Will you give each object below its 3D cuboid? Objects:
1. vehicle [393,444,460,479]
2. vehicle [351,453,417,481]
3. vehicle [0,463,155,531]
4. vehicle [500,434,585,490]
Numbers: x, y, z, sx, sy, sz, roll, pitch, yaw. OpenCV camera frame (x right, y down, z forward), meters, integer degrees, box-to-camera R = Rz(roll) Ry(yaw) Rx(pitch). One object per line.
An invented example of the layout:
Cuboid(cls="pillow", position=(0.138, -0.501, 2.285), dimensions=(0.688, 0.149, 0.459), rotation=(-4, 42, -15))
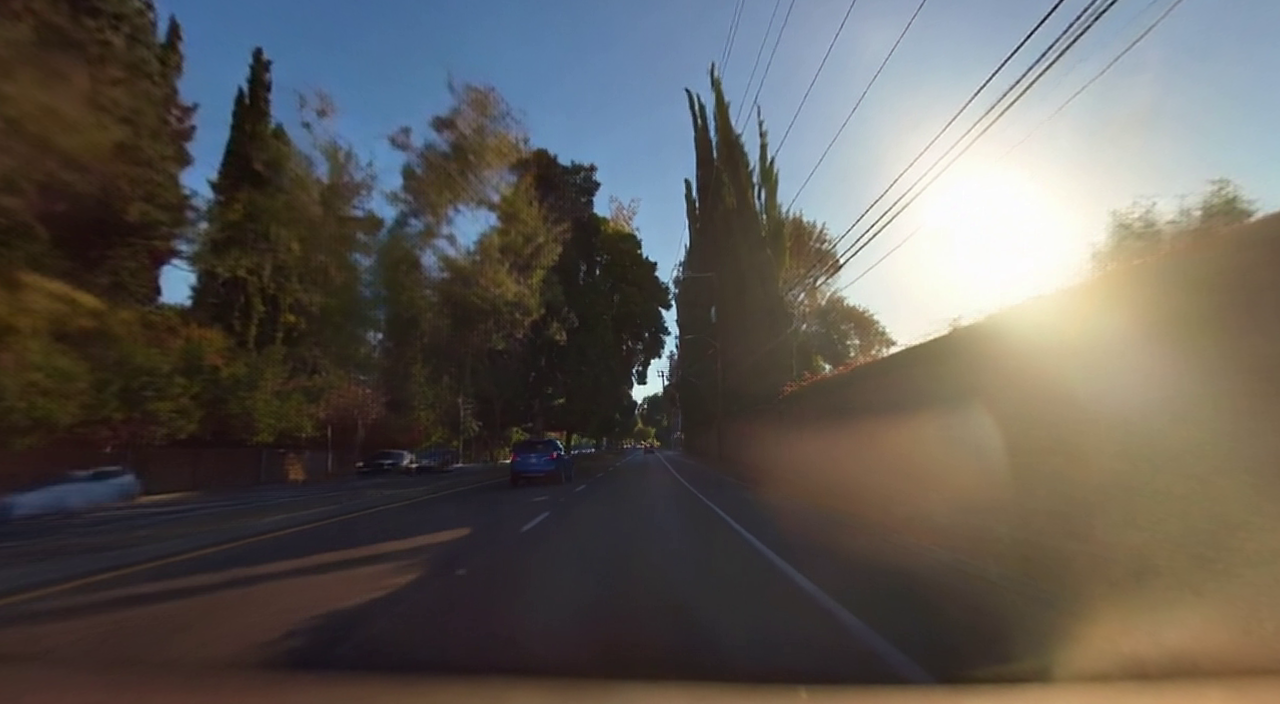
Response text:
Cuboid(cls="vehicle", position=(-11.475, 5.891, 34.188), dimensions=(2.006, 1.731, 4.512), rotation=(0, -8, 1))
Cuboid(cls="vehicle", position=(-15.248, 6.863, 37.778), dimensions=(1.871, 1.505, 4.708), rotation=(0, -8, 2))
Cuboid(cls="vehicle", position=(-15.821, 3.802, 17.028), dimensions=(1.921, 1.467, 4.297), rotation=(0, -8, 1))
Cuboid(cls="vehicle", position=(-3.264, 3.803, 22.072), dimensions=(2.147, 1.730, 4.555), rotation=(0, -8, 1))
